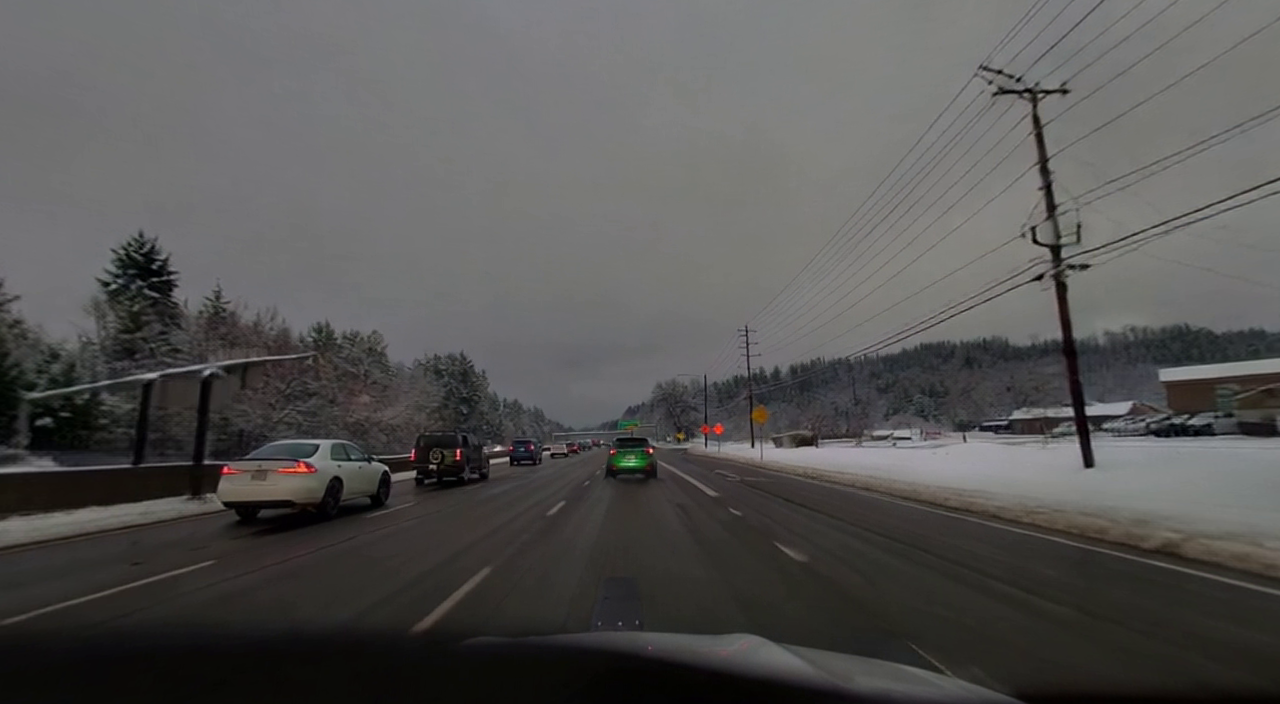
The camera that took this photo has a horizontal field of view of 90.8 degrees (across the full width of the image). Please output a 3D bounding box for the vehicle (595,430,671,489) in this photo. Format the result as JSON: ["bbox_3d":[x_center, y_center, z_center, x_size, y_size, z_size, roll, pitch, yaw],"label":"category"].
[{"bbox_3d":[-0.216,3.346,20.001,2.140,1.653,4.108,0,-8,-1],"label":"vehicle"}]

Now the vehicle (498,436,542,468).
[{"bbox_3d":[-7.131,5.967,37.918,1.914,1.756,4.179,0,-8,-2],"label":"vehicle"}]

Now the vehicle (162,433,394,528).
[{"bbox_3d":[-6.677,2.391,12.411,1.900,1.483,4.547,0,-8,0],"label":"vehicle"}]

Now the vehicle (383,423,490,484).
[{"bbox_3d":[-6.995,3.557,22.390,2.144,1.905,4.967,0,-8,0],"label":"vehicle"}]
